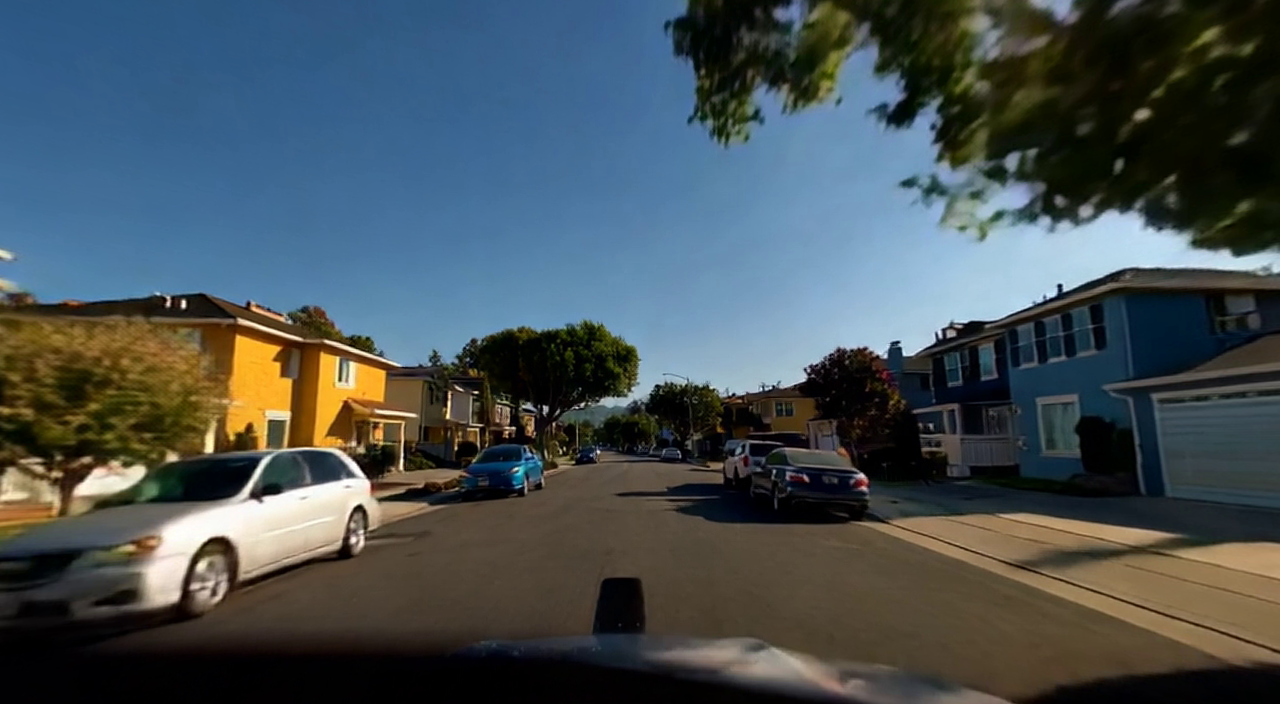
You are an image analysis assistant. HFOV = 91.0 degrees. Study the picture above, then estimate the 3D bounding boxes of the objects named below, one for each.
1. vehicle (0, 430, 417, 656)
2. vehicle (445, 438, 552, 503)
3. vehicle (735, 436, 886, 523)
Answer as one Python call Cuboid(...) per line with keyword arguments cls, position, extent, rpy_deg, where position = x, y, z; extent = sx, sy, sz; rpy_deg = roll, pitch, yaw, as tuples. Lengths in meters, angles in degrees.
Cuboid(cls="vehicle", position=(-4.333, 1.644, 6.859), extent=(2.020, 1.470, 5.300), rpy_deg=(0, -8, -2))
Cuboid(cls="vehicle", position=(-3.959, 3.377, 18.503), extent=(2.089, 1.508, 4.537), rpy_deg=(2, -7, 0))
Cuboid(cls="vehicle", position=(3.295, 2.529, 13.174), extent=(1.888, 1.484, 4.476), rpy_deg=(0, -8, 0))
